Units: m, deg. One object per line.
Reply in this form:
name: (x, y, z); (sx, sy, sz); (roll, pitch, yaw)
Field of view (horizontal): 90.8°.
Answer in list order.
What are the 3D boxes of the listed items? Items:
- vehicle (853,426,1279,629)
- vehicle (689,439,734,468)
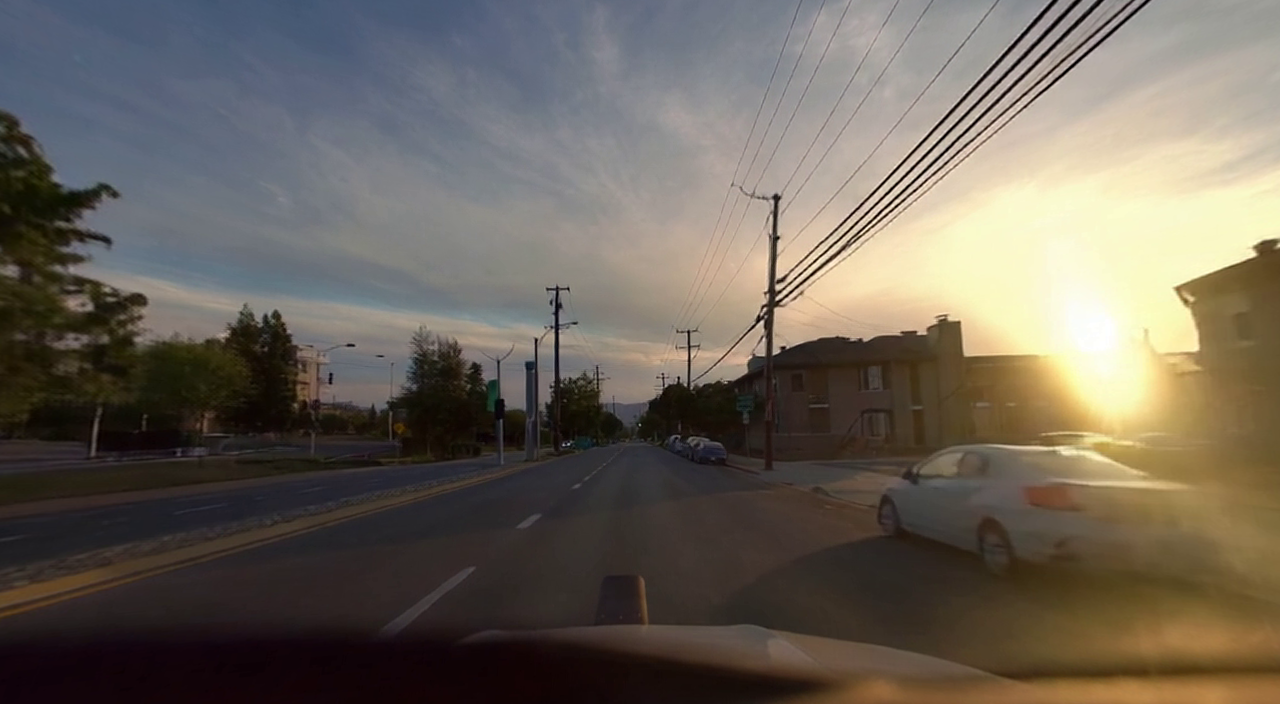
vehicle: (4.091, 1.585, 6.842); (1.994, 1.422, 4.595); (0, -8, 0)
vehicle: (3.831, 5.553, 34.764); (1.785, 1.441, 4.458); (0, -8, -2)
